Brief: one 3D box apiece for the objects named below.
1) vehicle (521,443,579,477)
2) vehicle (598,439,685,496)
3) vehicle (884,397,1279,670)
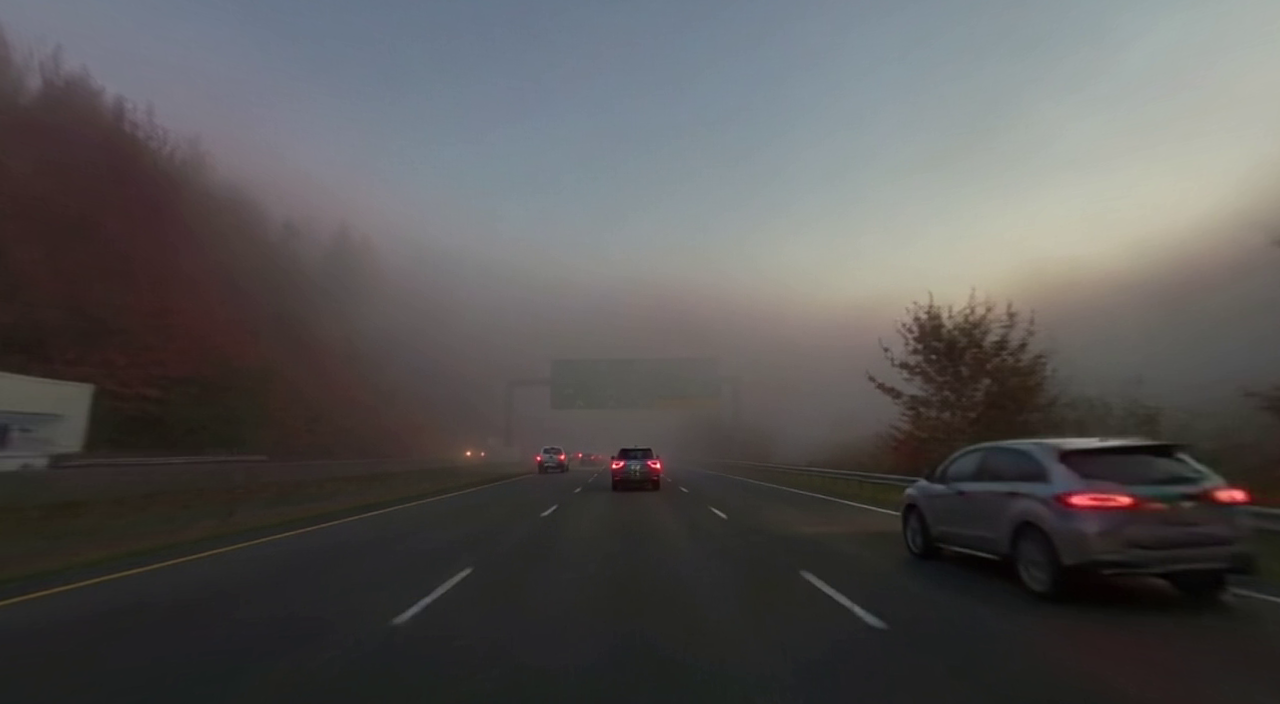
[{"bbox_3d":[-4.770,5.832,33.972,2.545,1.679,4.267,0,-9,-1],"label":"vehicle"},{"bbox_3d":[0.001,3.824,21.076,2.634,1.679,4.070,0,-9,-2],"label":"vehicle"},{"bbox_3d":[4.253,1.389,5.913,2.035,1.571,4.413,0,-9,-1],"label":"vehicle"}]
